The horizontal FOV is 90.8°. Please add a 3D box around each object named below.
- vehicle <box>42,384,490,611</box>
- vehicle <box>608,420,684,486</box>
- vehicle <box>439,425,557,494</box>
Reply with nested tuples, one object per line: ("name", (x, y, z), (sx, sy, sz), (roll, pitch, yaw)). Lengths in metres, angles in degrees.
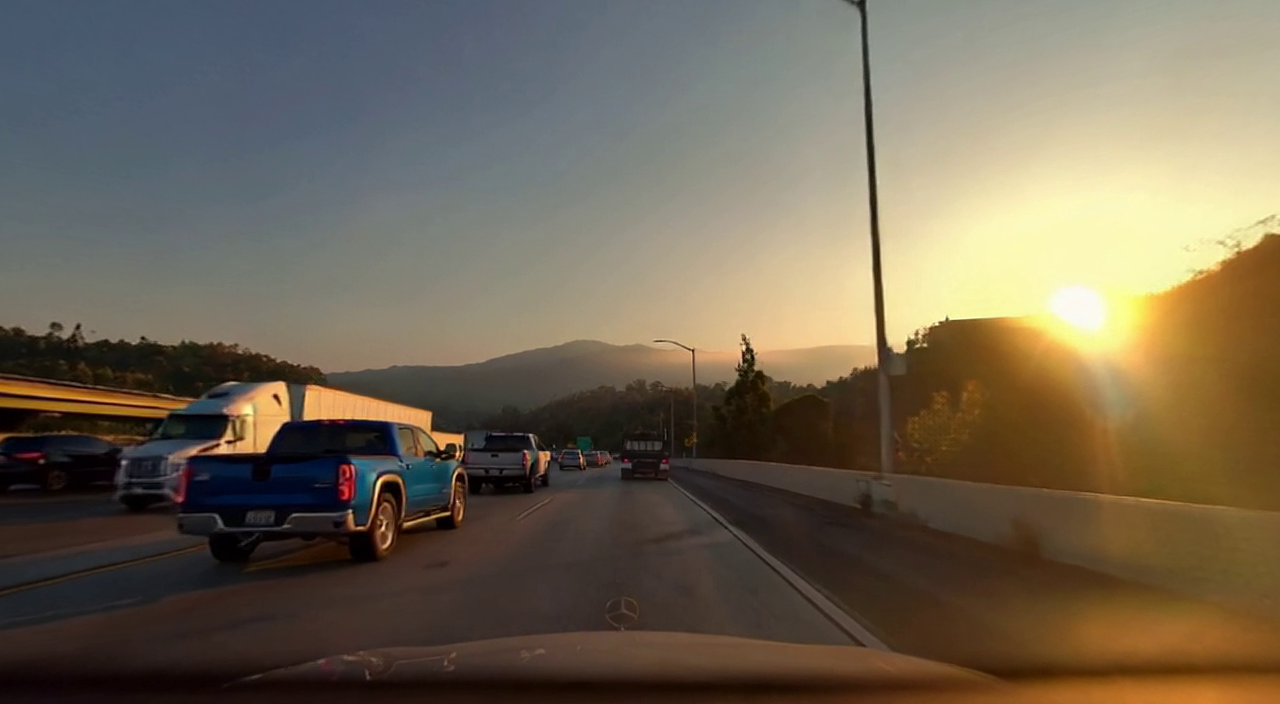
("vehicle", (-3.661, 1.565, 7.739), (2.303, 1.835, 5.044), (-1, -9, 1))
("vehicle", (0.085, 4.438, 28.028), (2.886, 2.471, 7.692), (0, -9, -2))
("vehicle", (-4.467, 3.519, 21.047), (2.575, 1.958, 5.730), (0, -9, 0))
